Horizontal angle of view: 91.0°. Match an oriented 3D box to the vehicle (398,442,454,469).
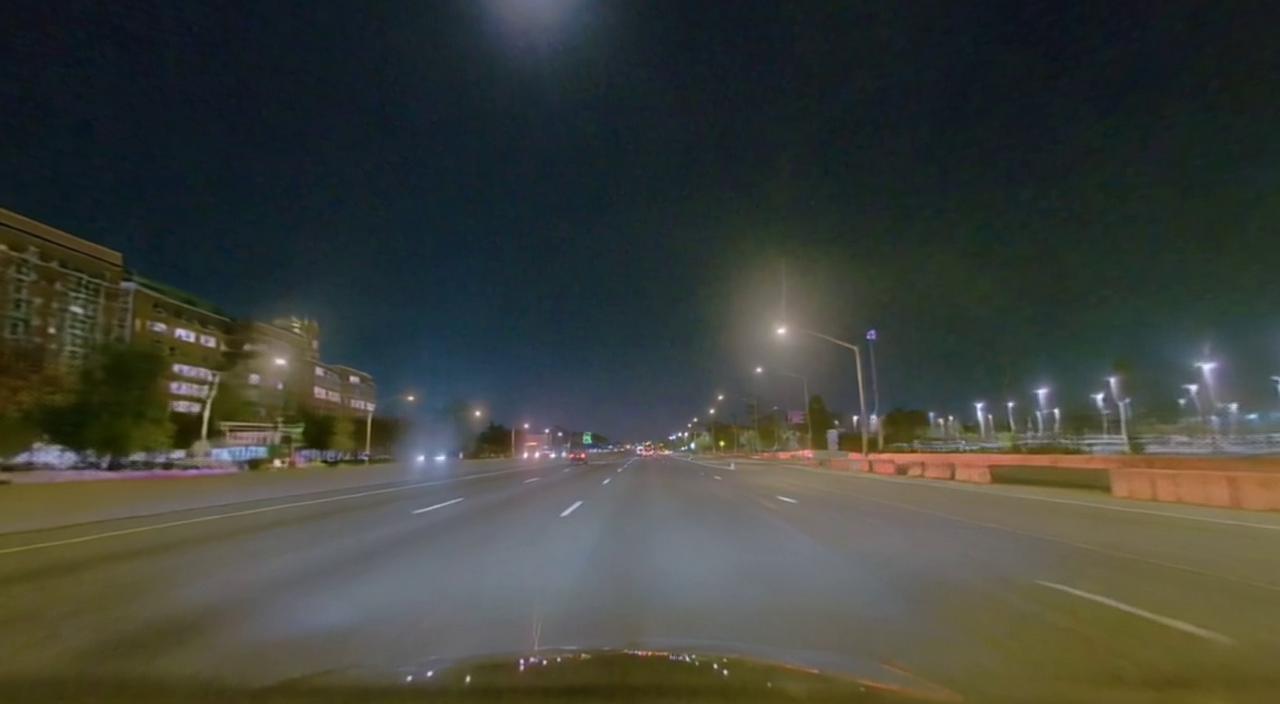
[{"bbox_3d":[-16.020,7.786,47.462,2.285,1.911,5.206,0,-9,1],"label":"vehicle"}]
